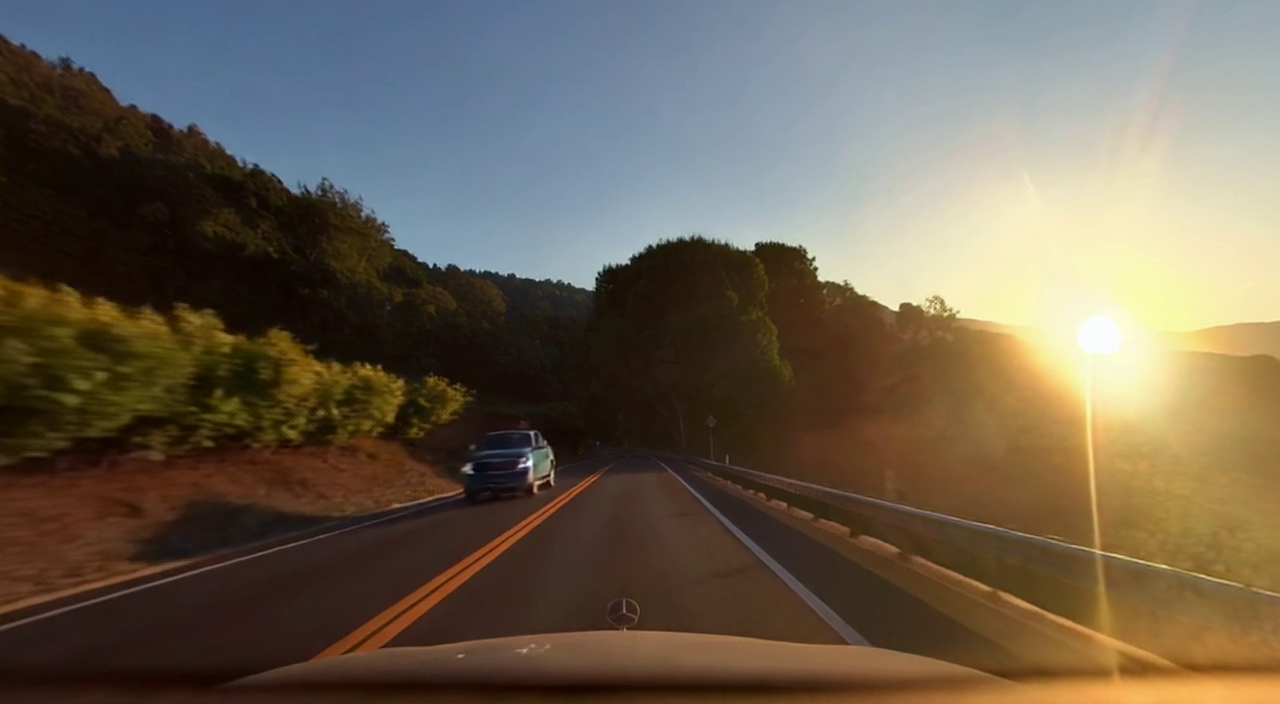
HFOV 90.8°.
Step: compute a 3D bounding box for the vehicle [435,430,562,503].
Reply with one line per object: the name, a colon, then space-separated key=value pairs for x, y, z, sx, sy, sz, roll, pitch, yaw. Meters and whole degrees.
vehicle: x=-3.795 y=3.191 z=18.082 sx=2.415 sy=1.750 sz=4.927 roll=-1 pitch=-8 yaw=1
